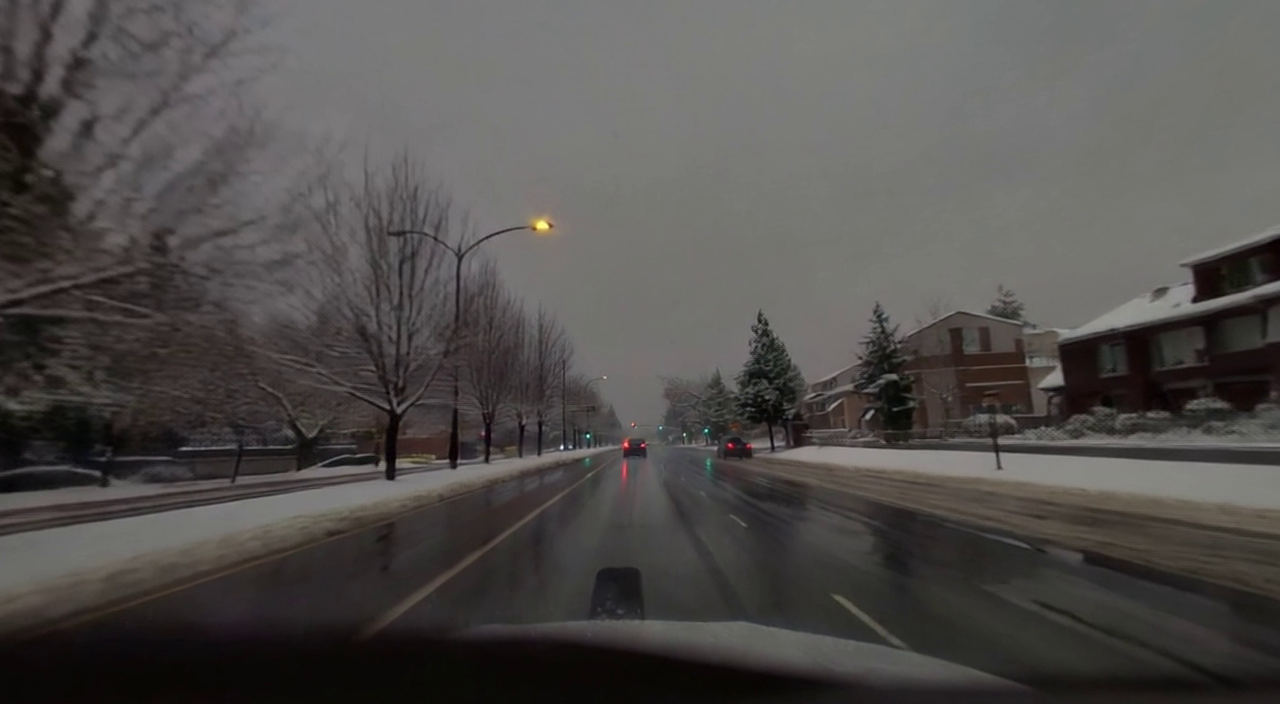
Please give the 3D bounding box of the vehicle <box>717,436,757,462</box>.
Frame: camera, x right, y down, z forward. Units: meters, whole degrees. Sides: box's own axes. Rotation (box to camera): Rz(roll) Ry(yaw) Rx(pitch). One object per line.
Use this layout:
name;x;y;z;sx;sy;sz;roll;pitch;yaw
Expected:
vehicle;6.730;6.792;44.314;2.011;1.710;4.357;0;-9;-2
